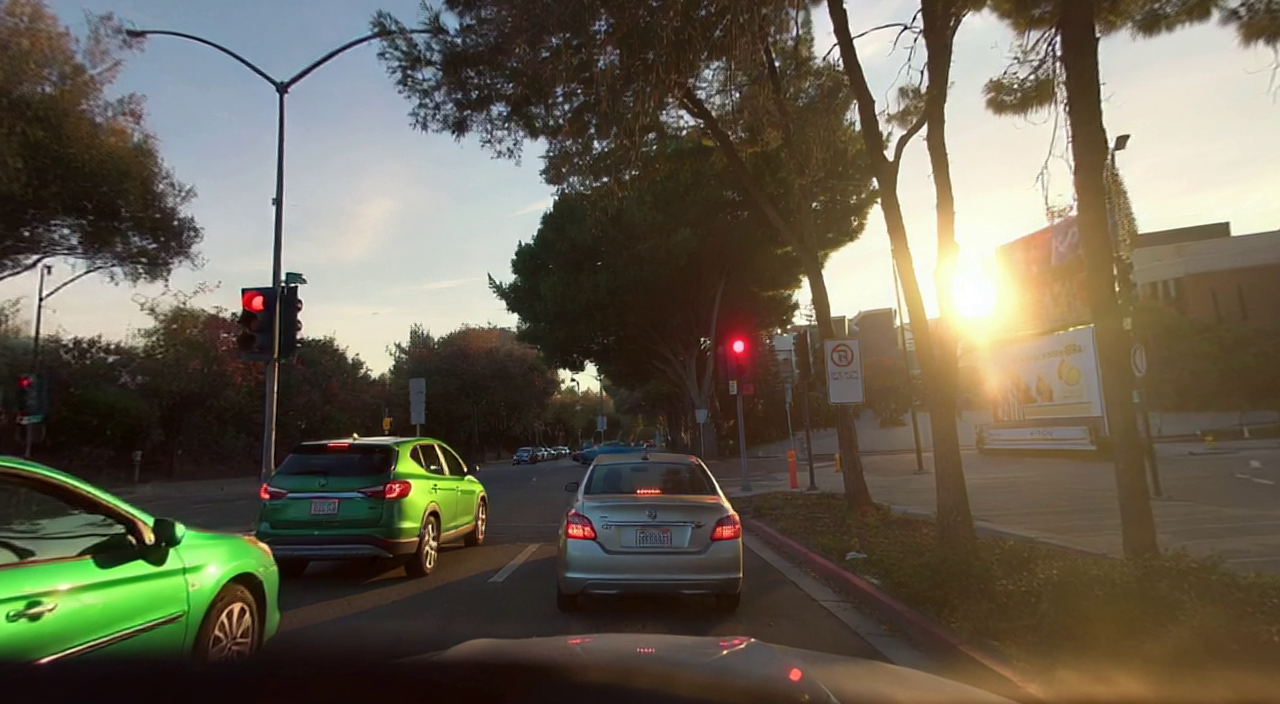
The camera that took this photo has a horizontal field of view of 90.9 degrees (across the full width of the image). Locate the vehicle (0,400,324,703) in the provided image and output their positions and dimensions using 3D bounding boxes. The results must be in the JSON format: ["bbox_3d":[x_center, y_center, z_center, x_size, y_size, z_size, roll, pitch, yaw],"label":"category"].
[{"bbox_3d":[-3.146,0.975,2.415,1.808,1.520,3.846,-1,-9,1],"label":"vehicle"}]

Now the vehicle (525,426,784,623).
[{"bbox_3d":[0.046,1.585,6.621,1.977,1.467,3.474,0,-9,-2],"label":"vehicle"}]

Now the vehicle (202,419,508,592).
[{"bbox_3d":[-3.164,1.790,8.132,1.950,1.628,4.082,-1,-9,1],"label":"vehicle"}]
